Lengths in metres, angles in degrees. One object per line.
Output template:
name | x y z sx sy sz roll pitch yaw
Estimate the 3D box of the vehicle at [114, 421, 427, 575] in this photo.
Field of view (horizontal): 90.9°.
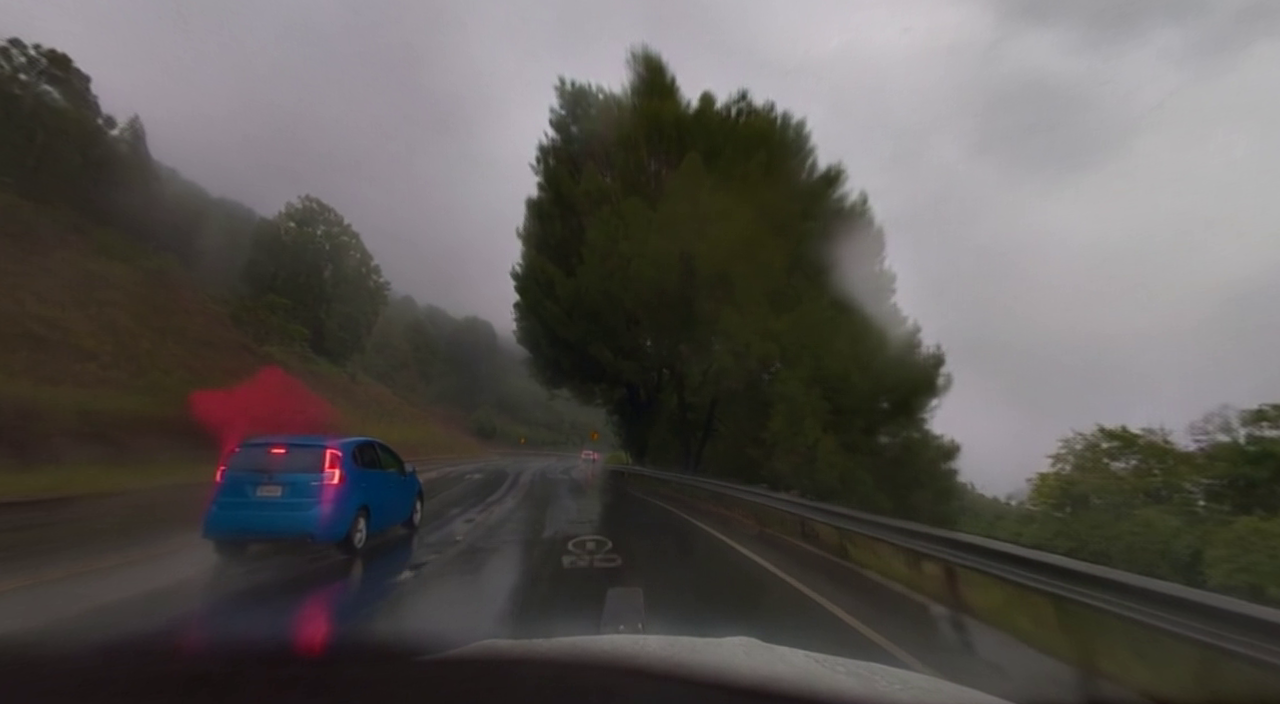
vehicle | -4.600 1.863 8.748 2.078 1.607 3.959 0 -9 -3
